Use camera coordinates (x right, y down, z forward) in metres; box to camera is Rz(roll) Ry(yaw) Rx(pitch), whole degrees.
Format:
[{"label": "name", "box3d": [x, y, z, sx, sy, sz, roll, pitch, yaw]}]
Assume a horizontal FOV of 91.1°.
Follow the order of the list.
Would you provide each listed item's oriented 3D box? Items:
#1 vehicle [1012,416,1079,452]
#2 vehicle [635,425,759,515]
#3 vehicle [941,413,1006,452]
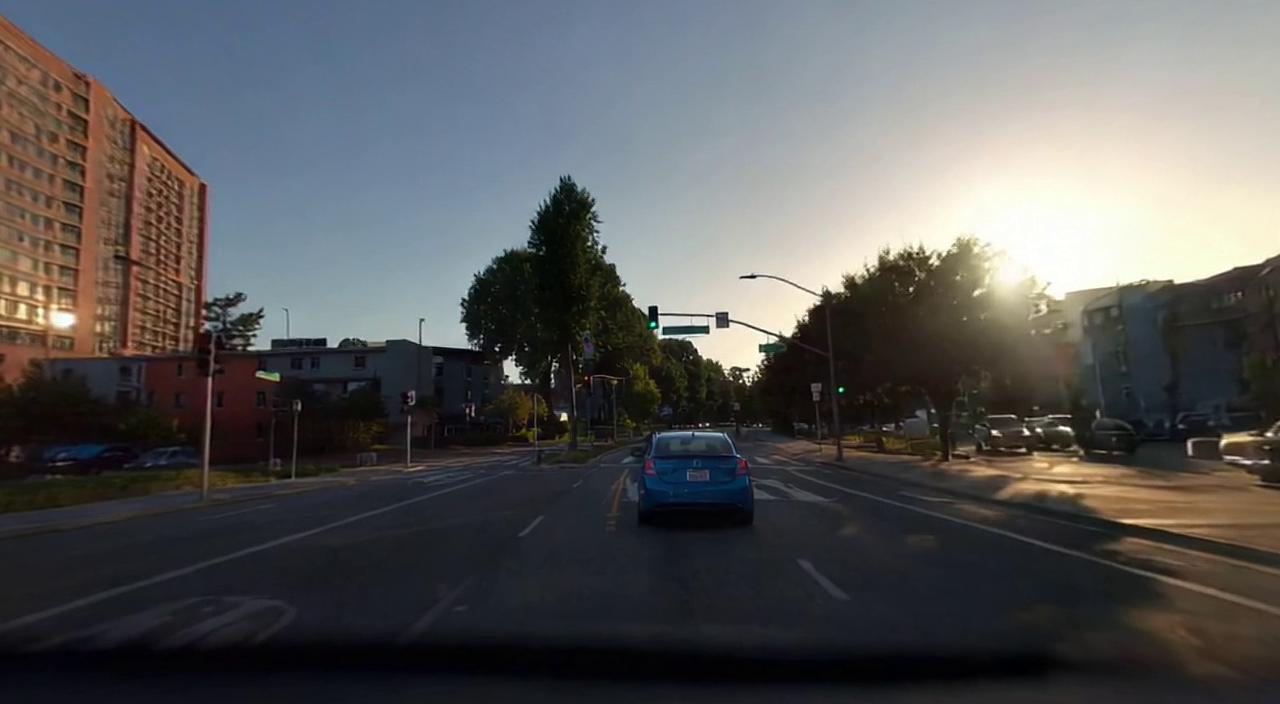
[{"label": "vehicle", "box3d": [28.772, 5.874, 44.829, 2.176, 2.400, 4.821, -1, -8, 10]}, {"label": "vehicle", "box3d": [0.985, 2.145, 12.082, 1.950, 1.401, 4.159, 0, -8, 2]}, {"label": "vehicle", "box3d": [23.830, 5.785, 45.245, 2.311, 2.623, 5.870, -1, -8, 10]}]
